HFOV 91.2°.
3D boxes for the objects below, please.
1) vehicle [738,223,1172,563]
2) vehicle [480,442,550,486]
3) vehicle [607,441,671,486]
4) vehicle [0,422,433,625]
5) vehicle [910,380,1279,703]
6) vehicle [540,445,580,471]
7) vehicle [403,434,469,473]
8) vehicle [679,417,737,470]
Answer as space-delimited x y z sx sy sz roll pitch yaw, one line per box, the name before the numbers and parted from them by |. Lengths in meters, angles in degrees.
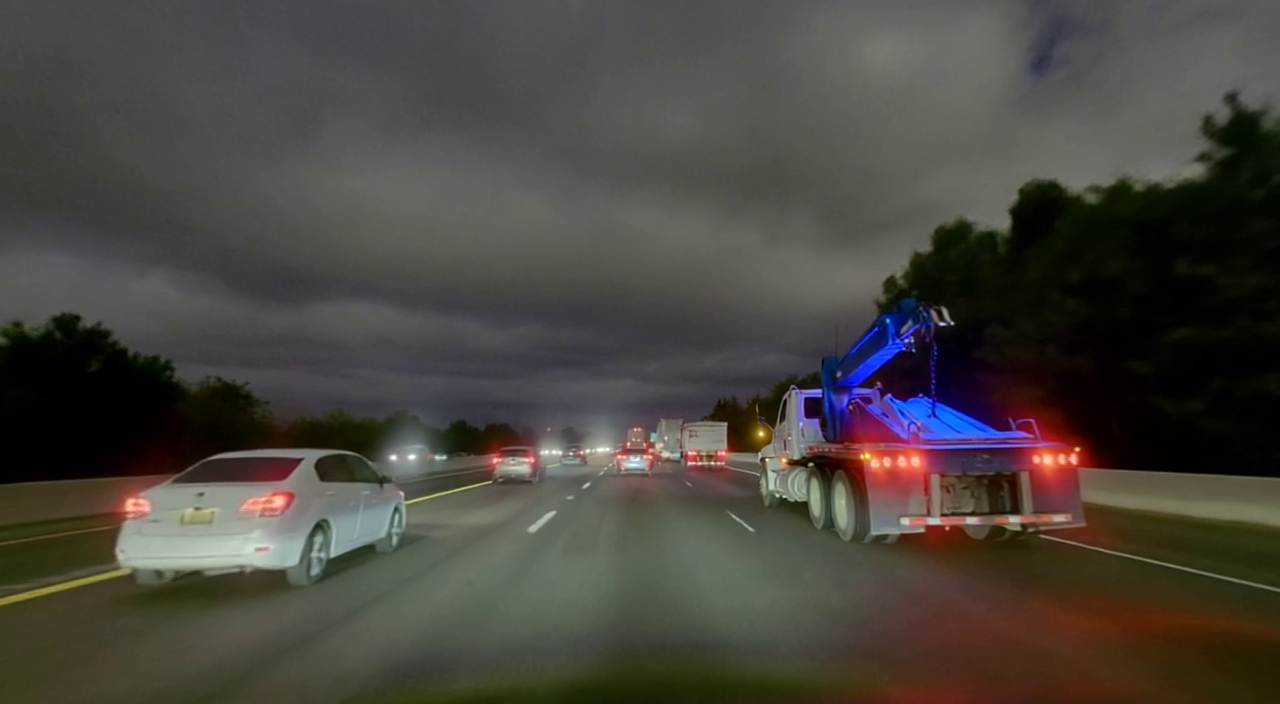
vehicle | 3.915 1.008 10.839 2.975 3.618 8.456 0 -9 0
vehicle | -4.613 4.192 23.724 1.858 1.527 3.974 0 -9 0
vehicle | -0.081 4.072 23.138 2.150 1.498 3.988 0 -9 -2
vehicle | -4.134 1.665 7.155 1.880 1.507 4.757 0 -9 1
vehicle | 4.068 1.054 3.433 2.599 1.631 5.693 0 -9 -1
vehicle | -4.838 6.496 38.490 1.924 1.481 4.264 0 -9 0
vehicle | -13.307 6.701 41.410 2.367 2.325 5.862 0 -9 0
vehicle | 3.832 5.416 36.940 2.416 2.829 7.016 0 -9 -1
